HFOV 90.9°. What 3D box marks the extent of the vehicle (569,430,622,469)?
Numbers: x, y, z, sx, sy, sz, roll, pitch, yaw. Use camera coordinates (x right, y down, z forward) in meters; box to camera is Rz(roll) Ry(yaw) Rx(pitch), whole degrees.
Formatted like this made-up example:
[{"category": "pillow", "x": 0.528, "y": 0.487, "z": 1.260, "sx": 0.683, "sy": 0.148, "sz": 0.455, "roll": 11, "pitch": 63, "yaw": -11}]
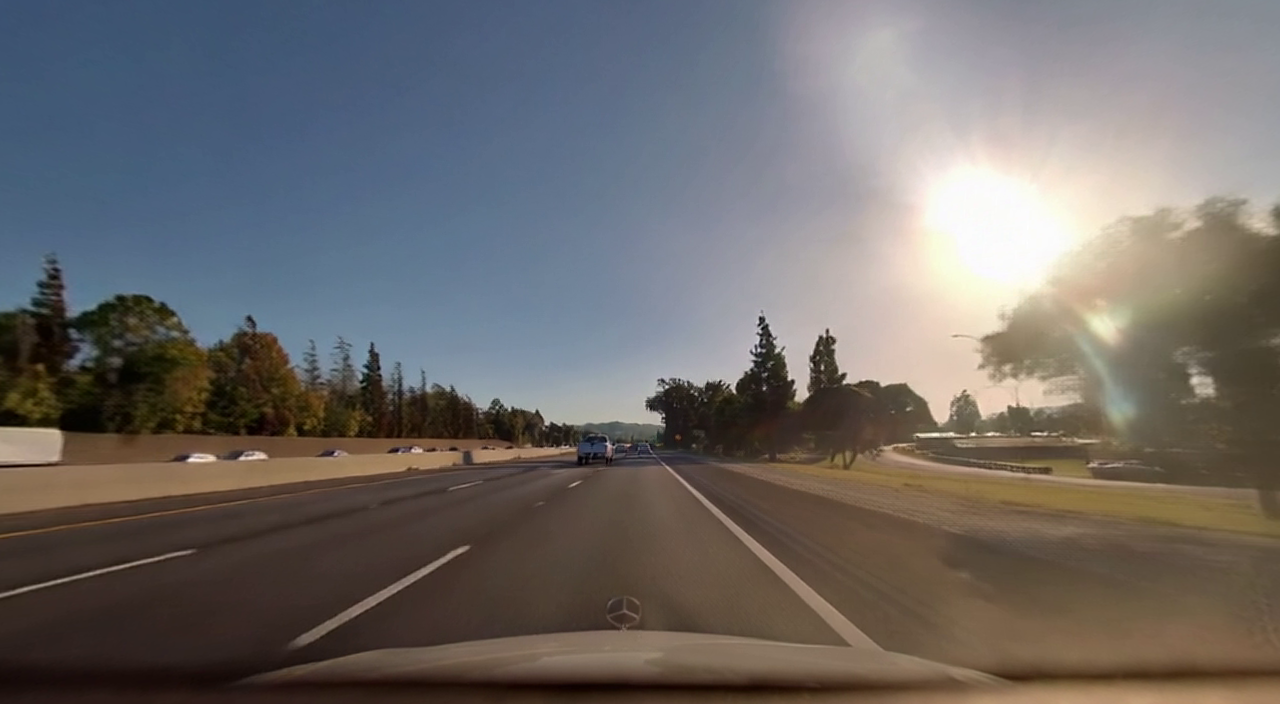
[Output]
[{"category": "vehicle", "x": -2.617, "y": 6.016, "z": 38.984, "sx": 2.604, "sy": 2.170, "sz": 6.271, "roll": 0, "pitch": -8, "yaw": 2}]
